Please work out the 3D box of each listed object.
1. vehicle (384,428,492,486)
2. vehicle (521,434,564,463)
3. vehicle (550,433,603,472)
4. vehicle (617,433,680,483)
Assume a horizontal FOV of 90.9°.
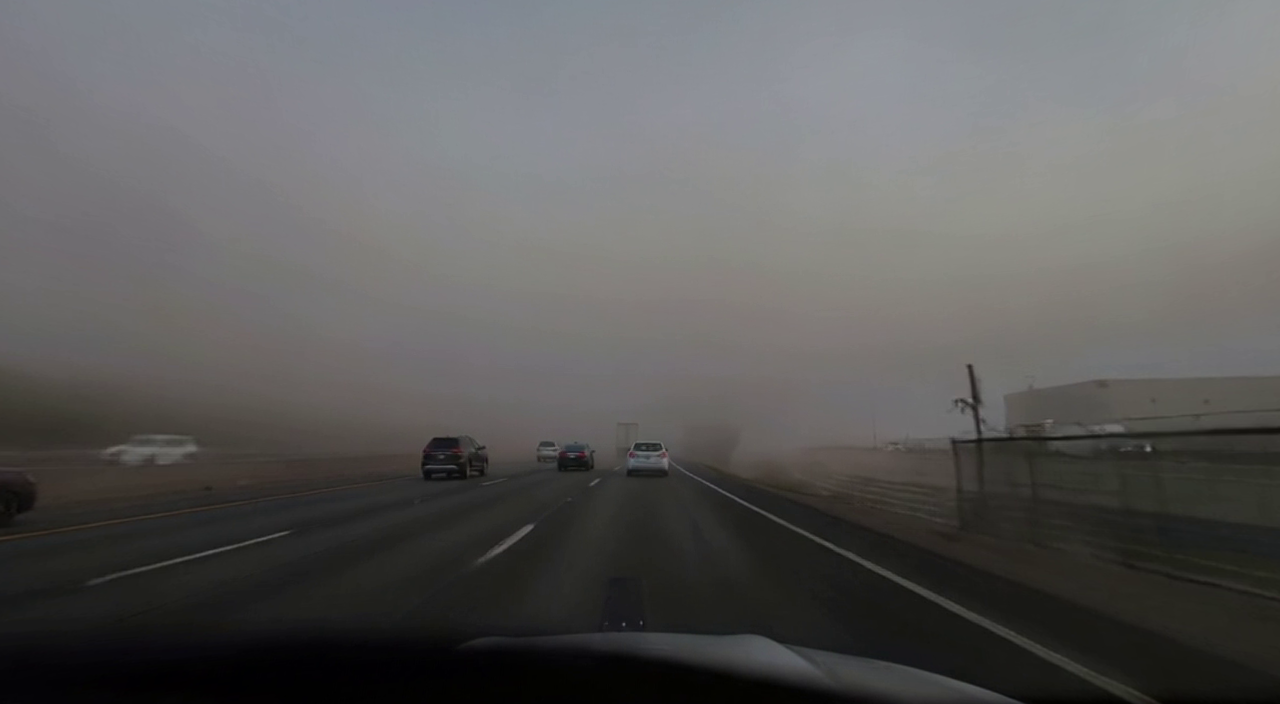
[{"bbox_3d":[-6.874,3.622,22.084,2.105,1.790,4.689,0,-8,2],"label":"vehicle"},{"bbox_3d":[-6.842,6.822,44.681,2.085,1.932,4.967,-1,-8,2],"label":"vehicle"},{"bbox_3d":[-3.154,5.103,32.177,2.108,1.832,4.549,0,-8,1],"label":"vehicle"},{"bbox_3d":[0.293,3.881,23.429,2.136,1.678,4.052,0,-8,0],"label":"vehicle"}]
